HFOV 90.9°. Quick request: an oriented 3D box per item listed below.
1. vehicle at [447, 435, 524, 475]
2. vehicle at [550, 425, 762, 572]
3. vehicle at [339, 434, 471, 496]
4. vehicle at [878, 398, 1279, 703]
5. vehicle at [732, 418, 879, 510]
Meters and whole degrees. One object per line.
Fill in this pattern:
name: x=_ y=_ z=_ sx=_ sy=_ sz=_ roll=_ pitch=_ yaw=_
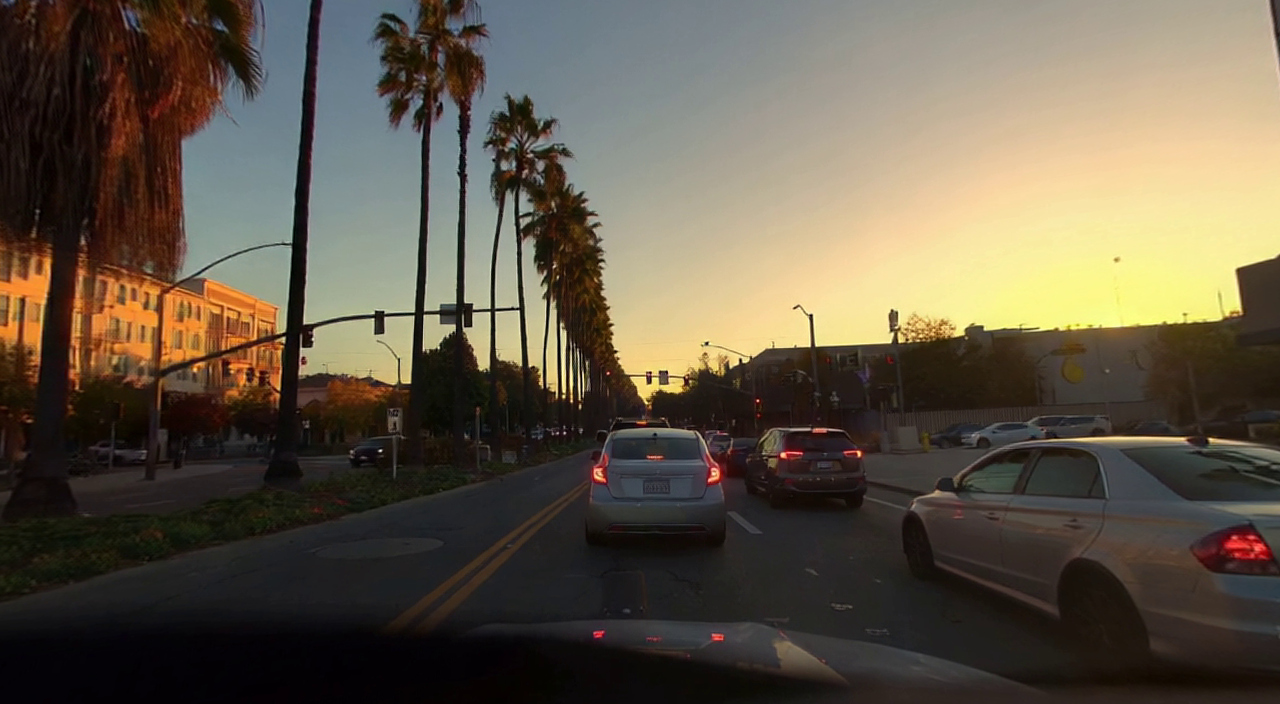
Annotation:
vehicle: x=-6.049 y=4.087 z=25.212 sx=1.822 sy=1.456 sz=4.396 roll=-1 pitch=-8 yaw=2
vehicle: x=0.178 y=1.785 z=8.460 sx=2.140 sy=1.474 sz=4.026 roll=0 pitch=-8 yaw=0
vehicle: x=-6.251 y=3.050 z=17.382 sx=1.900 sy=1.487 sz=4.165 roll=0 pitch=-8 yaw=2
vehicle: x=3.544 y=1.222 z=4.470 sx=1.910 sy=1.490 sz=4.661 roll=0 pitch=-8 yaw=1
vehicle: x=3.497 y=2.469 z=14.305 sx=2.169 sy=1.751 sz=4.276 roll=0 pitch=-8 yaw=0
